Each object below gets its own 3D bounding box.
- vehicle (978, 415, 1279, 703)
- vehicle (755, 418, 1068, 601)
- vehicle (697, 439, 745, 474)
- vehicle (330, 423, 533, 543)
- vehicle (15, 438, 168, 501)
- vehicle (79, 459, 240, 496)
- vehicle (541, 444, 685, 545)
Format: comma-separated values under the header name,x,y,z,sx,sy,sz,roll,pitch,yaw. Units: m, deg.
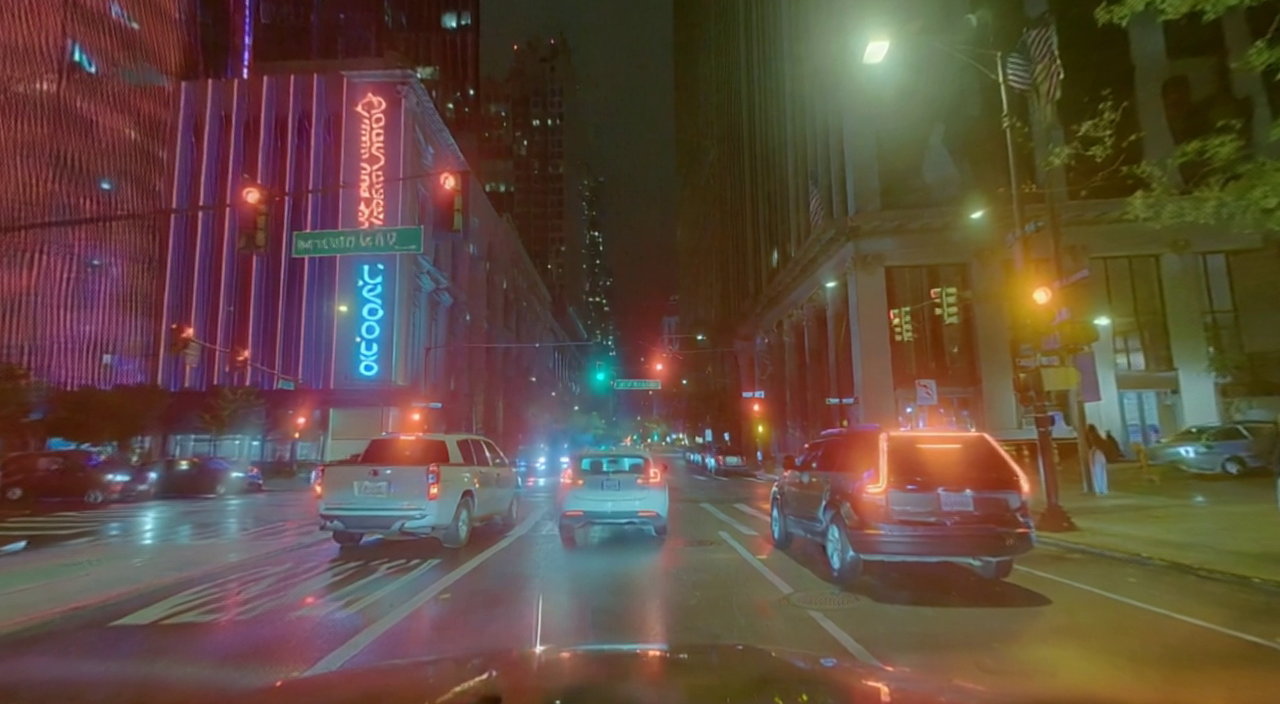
name,x,y,z,sx,sy,sz,roll,pitch,yaw
vehicle,2.736,0.798,0.991,1.902,1.454,4.540,0,-8,0
vehicle,3.039,1.851,8.495,2.072,1.735,4.759,0,-8,0
vehicle,5.651,7.384,44.899,2.420,2.300,5.313,0,-8,-3
vehicle,-3.695,2.424,12.532,2.190,1.840,5.272,0,-8,0
vehicle,-30.890,6.581,35.798,5.896,3.276,2.809,0,-8,0
vehicle,-20.117,5.260,26.612,5.153,1.449,1.966,0,-8,1
vehicle,-0.416,2.378,11.319,2.092,1.454,4.132,0,-8,-1
